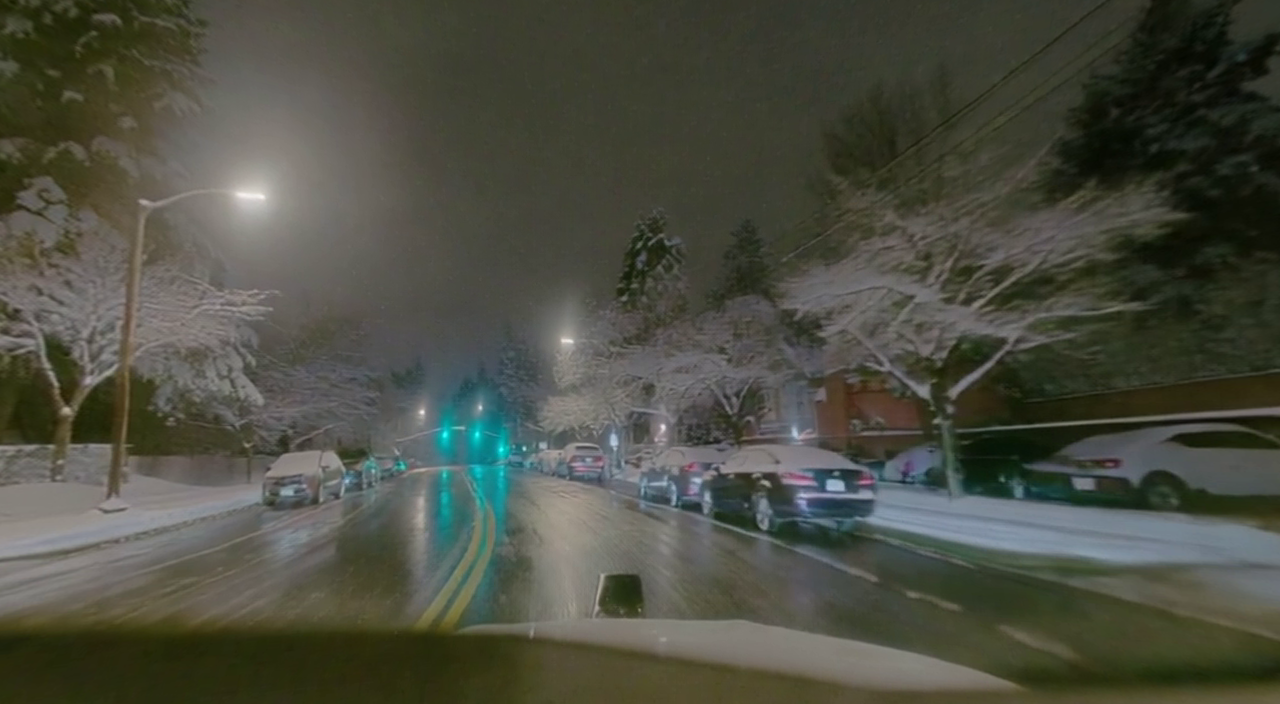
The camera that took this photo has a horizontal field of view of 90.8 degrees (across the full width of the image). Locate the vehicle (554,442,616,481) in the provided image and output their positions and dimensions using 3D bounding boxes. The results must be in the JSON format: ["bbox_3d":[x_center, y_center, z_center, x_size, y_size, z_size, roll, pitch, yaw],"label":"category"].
[{"bbox_3d":[-3.021,5.704,33.396,2.255,1.863,5.629,2,-9,-16],"label":"vehicle"}]

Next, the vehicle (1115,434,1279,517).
[{"bbox_3d":[12.042,2.345,12.392,4.326,1.413,1.977,2,-9,-14],"label":"vehicle"}]

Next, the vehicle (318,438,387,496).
[{"bbox_3d":[-13.916,5.492,30.881,2.382,2.223,5.472,-1,-5,-17],"label":"vehicle"}]

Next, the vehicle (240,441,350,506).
[{"bbox_3d":[-11.645,4.153,21.797,2.171,1.838,5.344,0,-10,-16],"label":"vehicle"}]

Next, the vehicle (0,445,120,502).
[{"bbox_3d":[-20.920,4.012,20.880,5.124,1.706,2.357,0,-8,-12],"label":"vehicle"}]

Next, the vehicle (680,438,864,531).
[{"bbox_3d":[2.384,2.542,12.895,1.884,1.508,4.713,2,-9,-12],"label":"vehicle"}]
